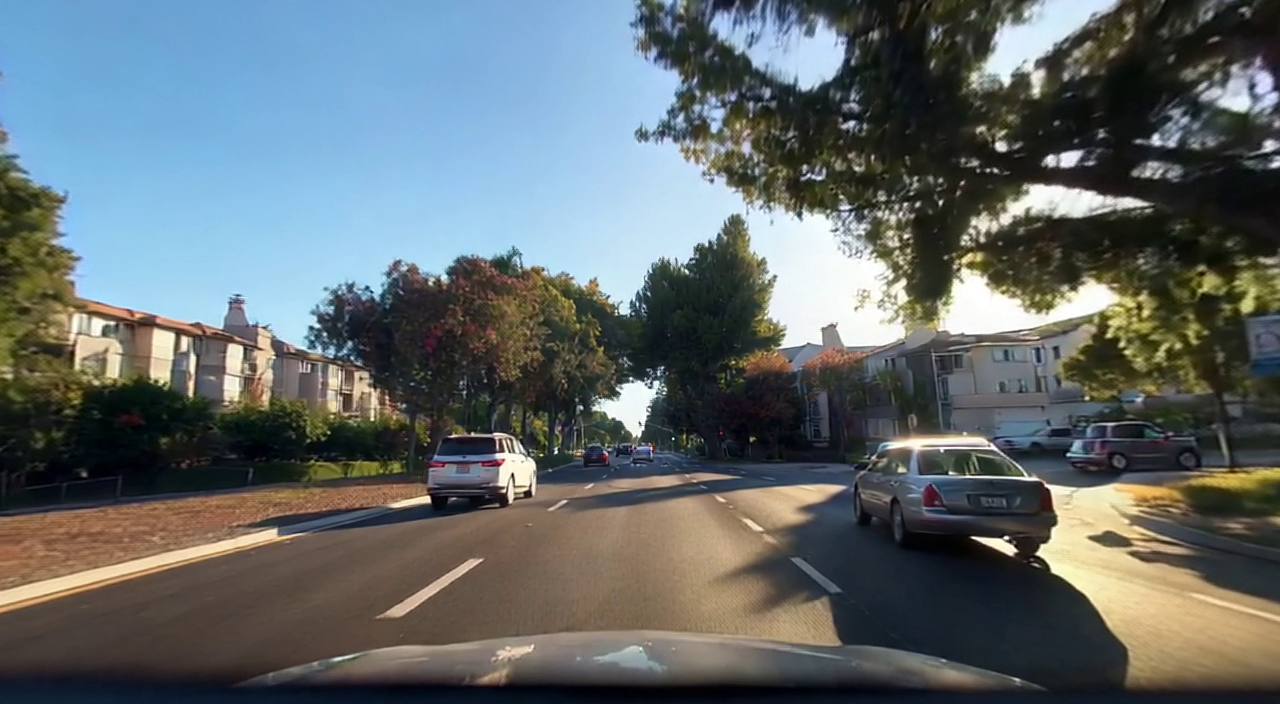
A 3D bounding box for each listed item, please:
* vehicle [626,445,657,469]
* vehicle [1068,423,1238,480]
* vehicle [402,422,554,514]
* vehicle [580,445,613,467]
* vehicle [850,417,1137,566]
[{"bbox_3d":[0.144,7.047,42.406,1.940,1.501,4.133,0,-9,1],"label":"vehicle"},{"bbox_3d":[16.144,3.108,19.858,4.735,1.597,1.950,3,-9,-22],"label":"vehicle"},{"bbox_3d":[-3.591,2.700,15.143,2.216,1.828,4.886,0,-9,2],"label":"vehicle"},{"bbox_3d":[-3.267,7.891,48.129,2.091,1.548,4.604,0,-9,2],"label":"vehicle"},{"bbox_3d":[4.563,1.839,9.082,1.969,1.593,4.293,-1,-9,6],"label":"vehicle"}]
